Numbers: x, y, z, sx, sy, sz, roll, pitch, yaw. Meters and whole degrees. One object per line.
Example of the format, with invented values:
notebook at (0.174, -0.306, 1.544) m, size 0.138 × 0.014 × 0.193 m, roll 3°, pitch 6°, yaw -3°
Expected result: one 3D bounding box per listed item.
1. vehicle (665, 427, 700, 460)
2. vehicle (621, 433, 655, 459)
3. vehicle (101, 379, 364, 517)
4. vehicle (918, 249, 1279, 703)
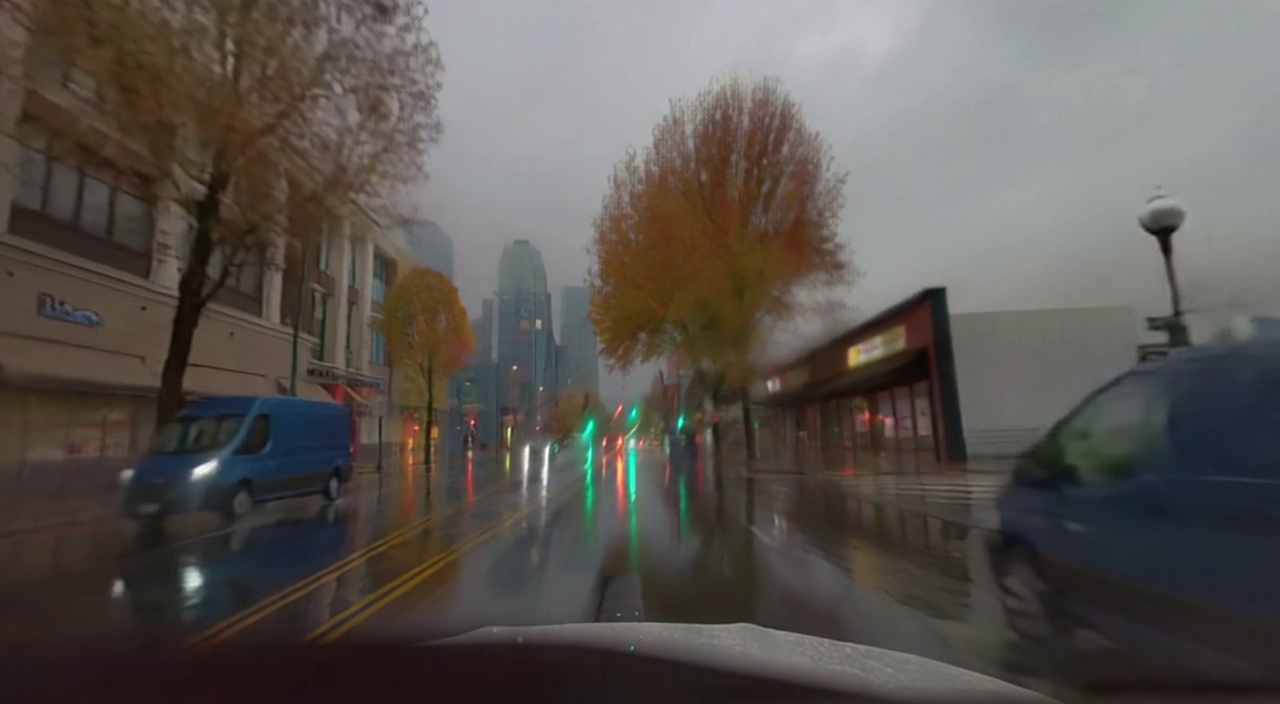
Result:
vehicle at (2.726, 5.937, 40.831) m, size 2.147 × 1.968 × 4.478 m, roll 0°, pitch -8°, yaw 3°
vehicle at (-0.156, 6.497, 43.549) m, size 2.274 × 1.736 × 4.083 m, roll 0°, pitch -8°, yaw -1°
vehicle at (-8.989, 2.214, 14.857) m, size 2.348 × 2.588 × 5.860 m, roll 0°, pitch -8°, yaw -2°
vehicle at (3.508, 0.645, 2.430) m, size 2.357 × 1.986 × 5.136 m, roll 0°, pitch -8°, yaw -2°
